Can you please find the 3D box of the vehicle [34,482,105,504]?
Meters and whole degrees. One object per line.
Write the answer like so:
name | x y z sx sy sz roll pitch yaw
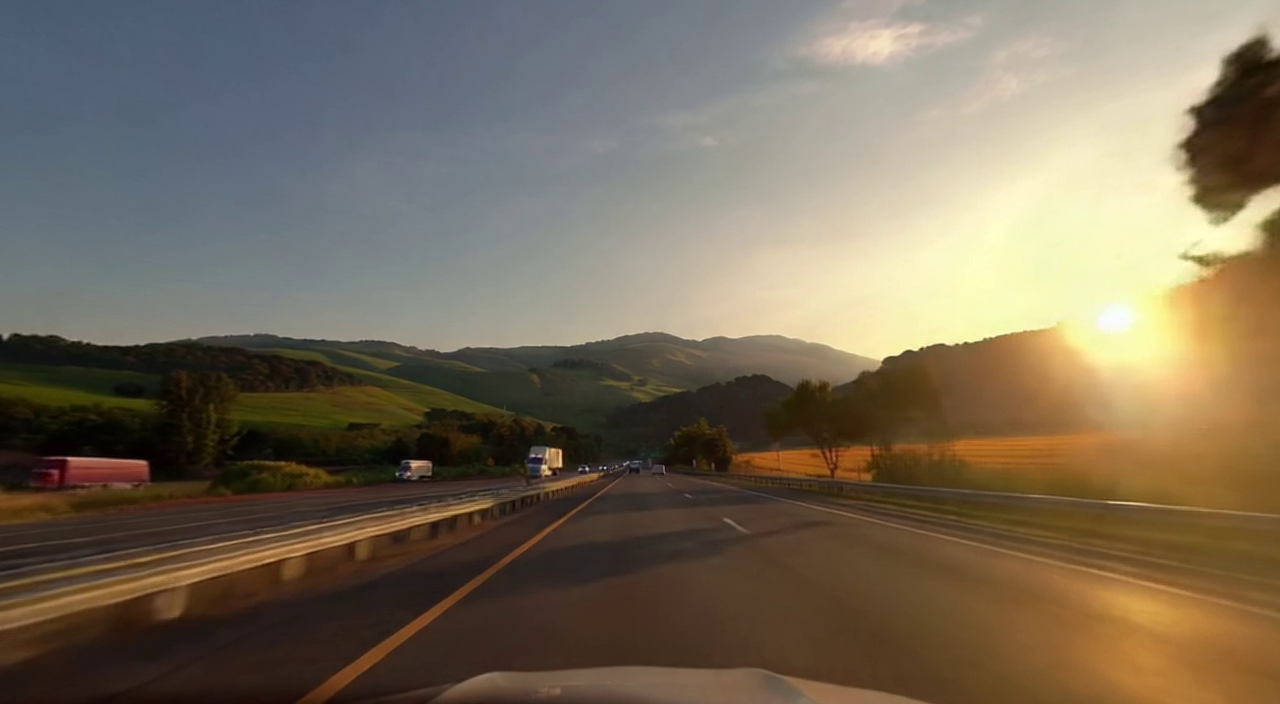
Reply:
vehicle | -45.105 11.171 49.759 1.772 1.511 4.078 1 -10 0
